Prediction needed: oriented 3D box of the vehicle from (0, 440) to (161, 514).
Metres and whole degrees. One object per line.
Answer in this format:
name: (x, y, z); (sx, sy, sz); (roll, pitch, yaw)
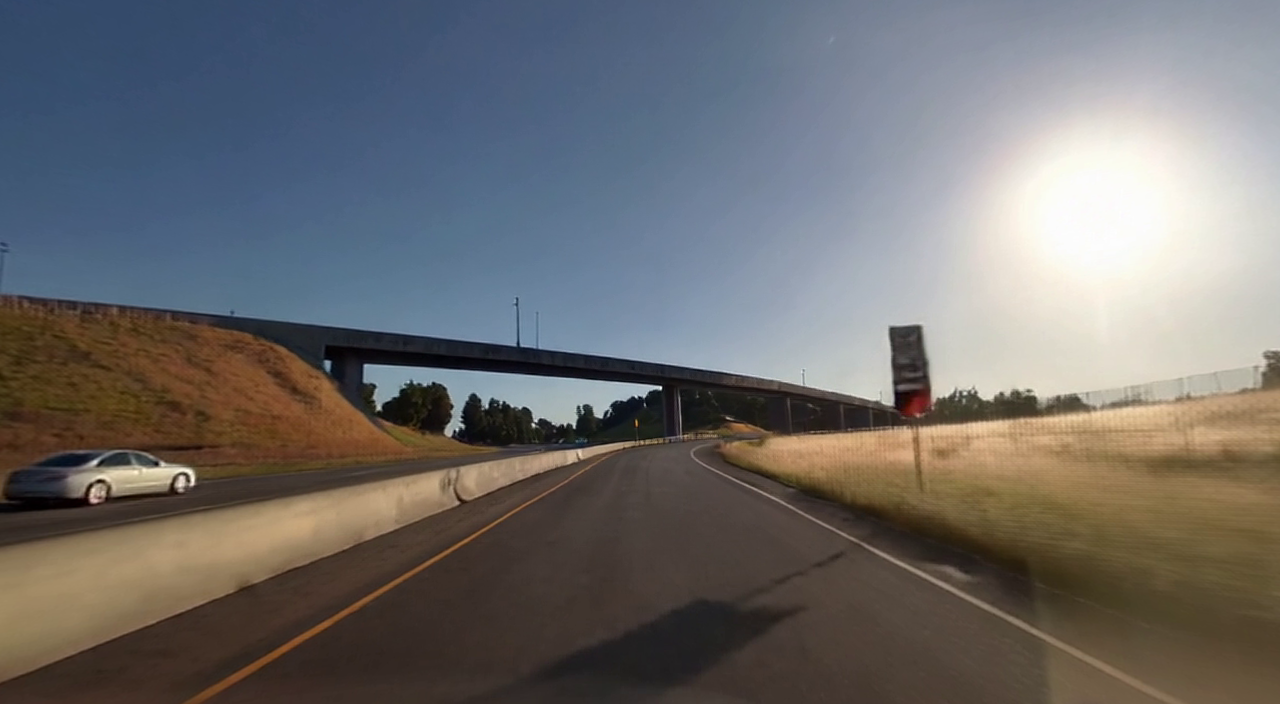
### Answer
vehicle: (-14.169, 2.952, 15.248); (1.895, 1.451, 4.168); (-3, -7, -1)
